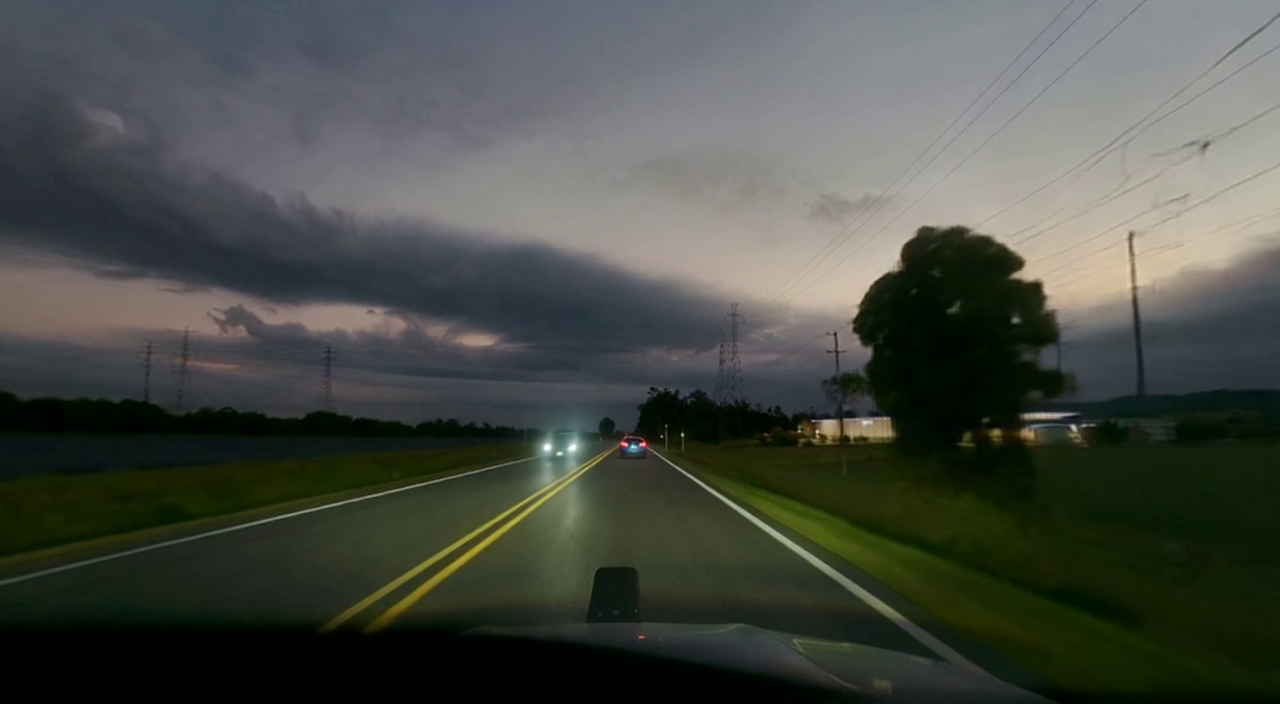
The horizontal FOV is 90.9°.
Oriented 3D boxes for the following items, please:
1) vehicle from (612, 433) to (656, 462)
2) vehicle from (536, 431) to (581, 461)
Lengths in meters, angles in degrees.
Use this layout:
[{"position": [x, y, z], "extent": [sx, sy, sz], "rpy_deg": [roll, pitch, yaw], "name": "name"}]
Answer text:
[{"position": [-0.319, 5.101, 33.830], "extent": [2.241, 1.471, 3.829], "rpy_deg": [0, -8, -1], "name": "vehicle"}, {"position": [-4.567, 5.291, 35.822], "extent": [2.079, 1.591, 3.951], "rpy_deg": [0, -8, -1], "name": "vehicle"}]
